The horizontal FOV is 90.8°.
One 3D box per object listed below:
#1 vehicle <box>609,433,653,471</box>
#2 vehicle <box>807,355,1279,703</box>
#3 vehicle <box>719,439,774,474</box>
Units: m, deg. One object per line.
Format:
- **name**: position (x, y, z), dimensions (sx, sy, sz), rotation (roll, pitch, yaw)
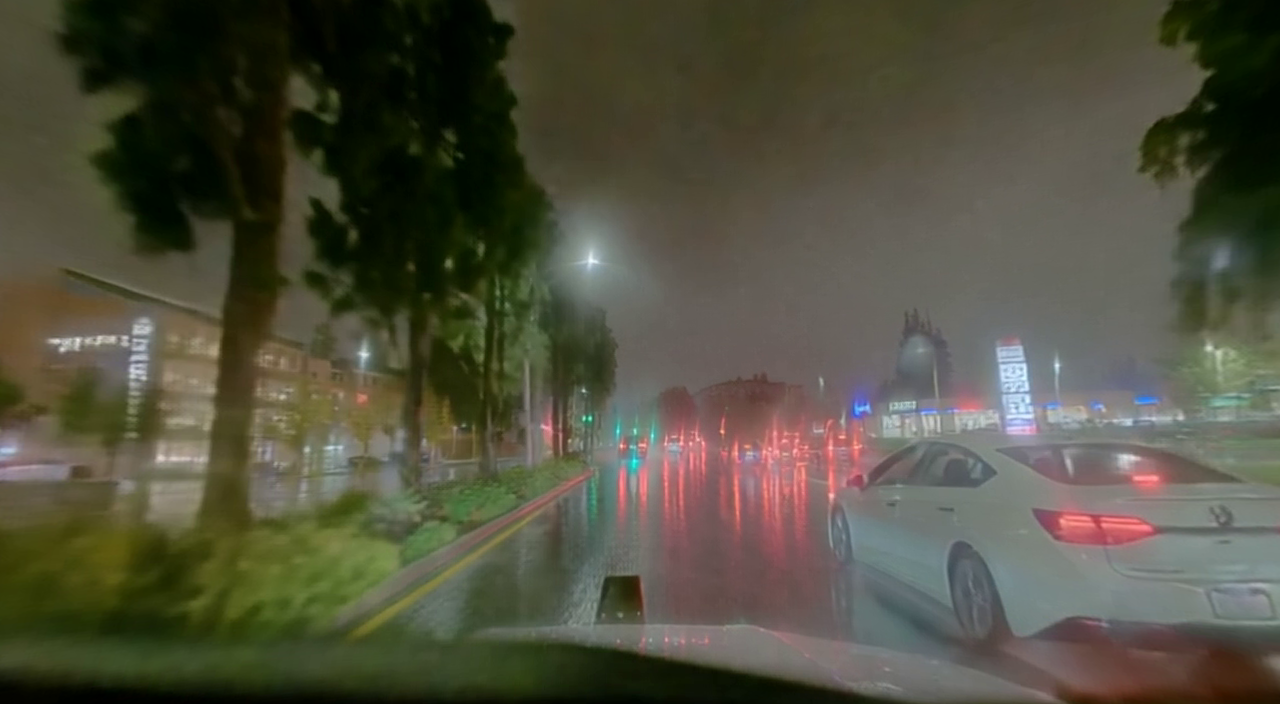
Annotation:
- **vehicle**: position (-0.424, 5.113, 32.404), dimensions (2.106, 1.798, 4.168), rotation (0, -8, 0)
- **vehicle**: position (3.013, 1.166, 4.902), dimensions (2.153, 1.658, 4.485), rotation (0, -9, -1)
- **vehicle**: position (4.820, 4.806, 29.236), dimensions (1.883, 1.452, 4.258), rotation (0, -9, 1)
